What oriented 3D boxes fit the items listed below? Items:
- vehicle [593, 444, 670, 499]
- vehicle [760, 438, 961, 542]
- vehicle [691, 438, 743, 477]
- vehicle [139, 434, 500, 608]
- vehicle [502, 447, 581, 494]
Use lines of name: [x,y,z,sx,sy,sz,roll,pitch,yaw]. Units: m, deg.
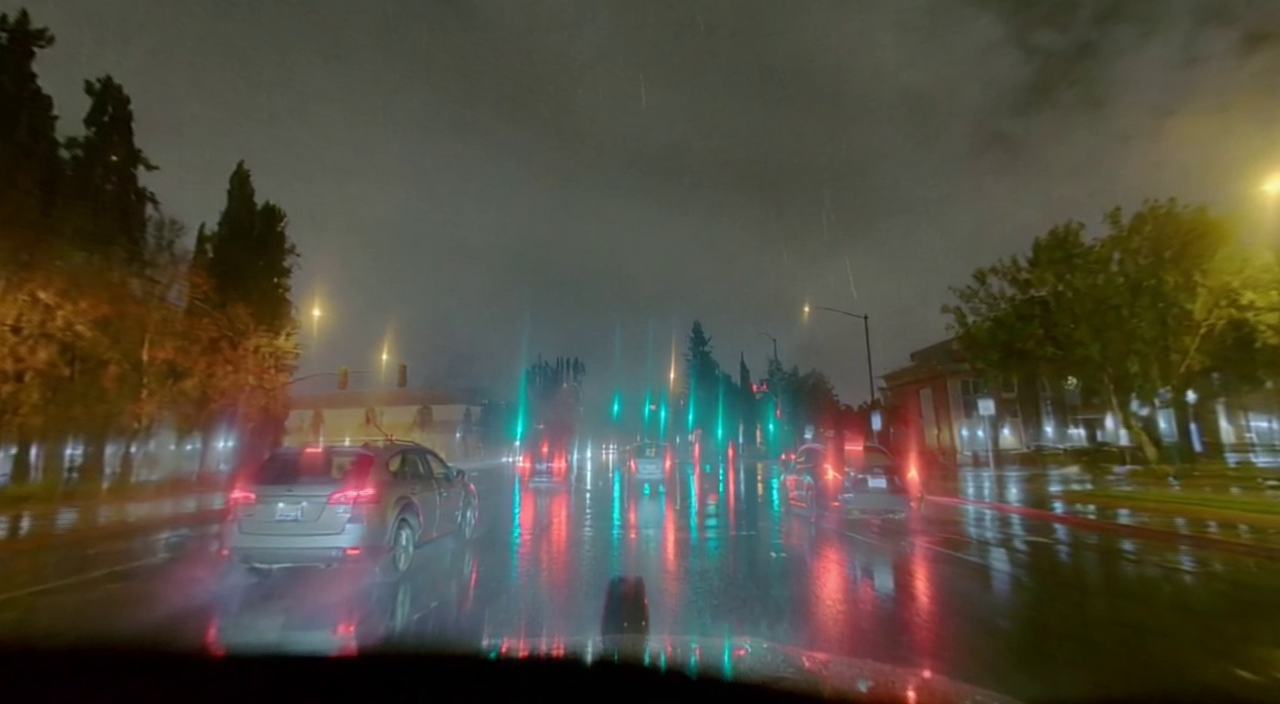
vehicle: [-0.248,3.607,19.434,2.101,1.480,3.929,0,-8,0]
vehicle: [3.655,2.347,11.484,1.990,1.486,4.431,0,-8,-1]
vehicle: [4.187,5.832,35.155,2.142,1.957,5.443,0,-8,-1]
vehicle: [-3.274,1.791,7.710,2.038,1.481,4.379,0,-8,1]
vehicle: [-3.321,4.064,22.093,2.002,1.465,4.098,-1,-8,2]
